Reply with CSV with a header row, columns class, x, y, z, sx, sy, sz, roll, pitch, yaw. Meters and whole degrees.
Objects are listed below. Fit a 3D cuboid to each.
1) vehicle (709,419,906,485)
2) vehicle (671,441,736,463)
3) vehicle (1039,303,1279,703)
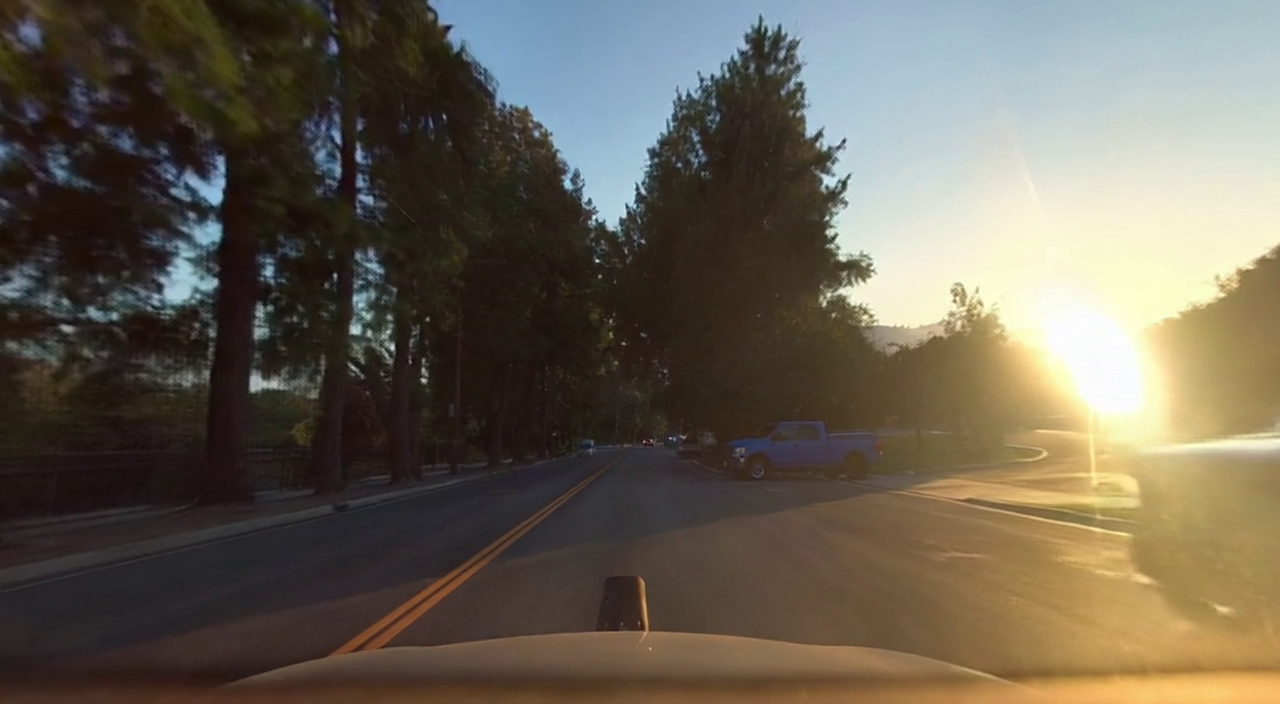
class,x,y,z,sx,sy,sz,roll,pitch,yaw
vehicle,6.164,3.766,24.027,6.645,2.298,2.763,0,-8,-3
vehicle,4.975,7.874,49.734,4.791,1.706,1.963,1,-8,-5
vehicle,6.000,0.866,3.533,5.797,2.070,2.502,0,-8,-1
